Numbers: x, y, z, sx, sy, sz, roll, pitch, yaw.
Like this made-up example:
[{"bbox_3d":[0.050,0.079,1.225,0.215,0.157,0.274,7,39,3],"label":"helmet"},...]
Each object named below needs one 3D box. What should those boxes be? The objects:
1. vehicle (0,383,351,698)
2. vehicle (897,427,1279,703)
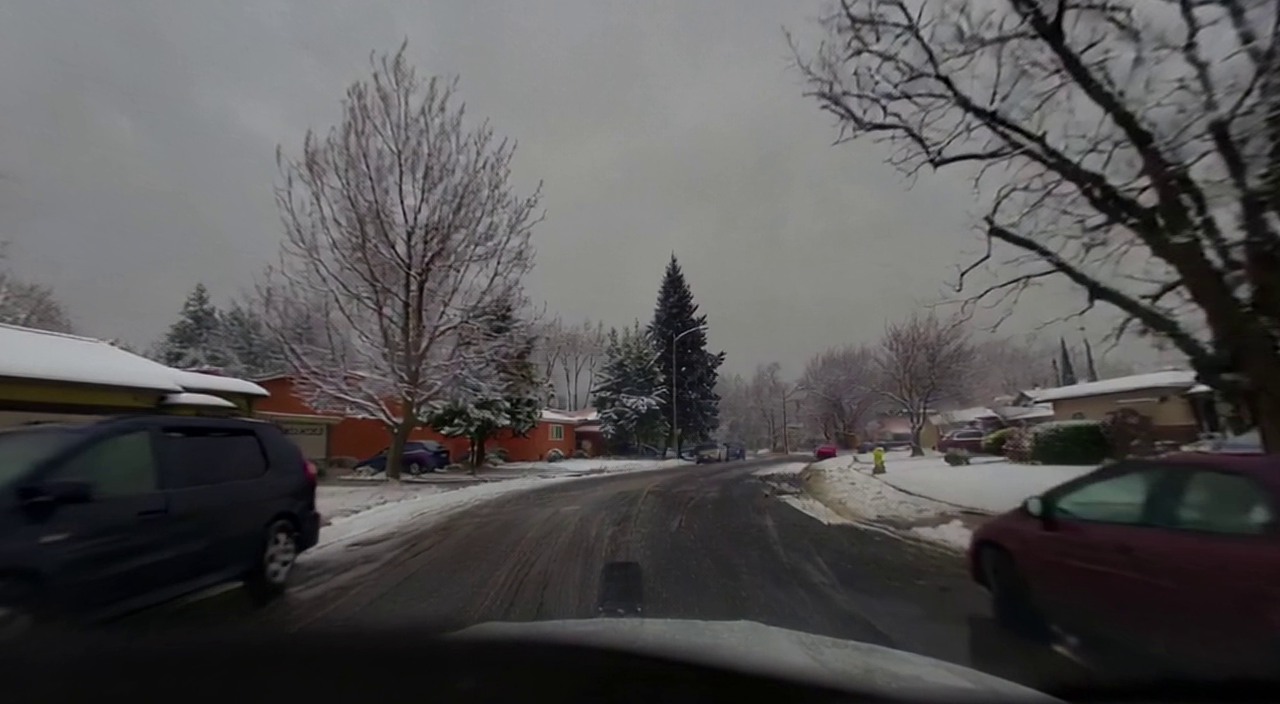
[{"bbox_3d":[-4.926,1.368,5.440,2.409,1.815,5.093,0,-9,0],"label":"vehicle"},{"bbox_3d":[3.651,1.196,3.730,2.071,1.463,4.876,0,-8,-2],"label":"vehicle"}]
